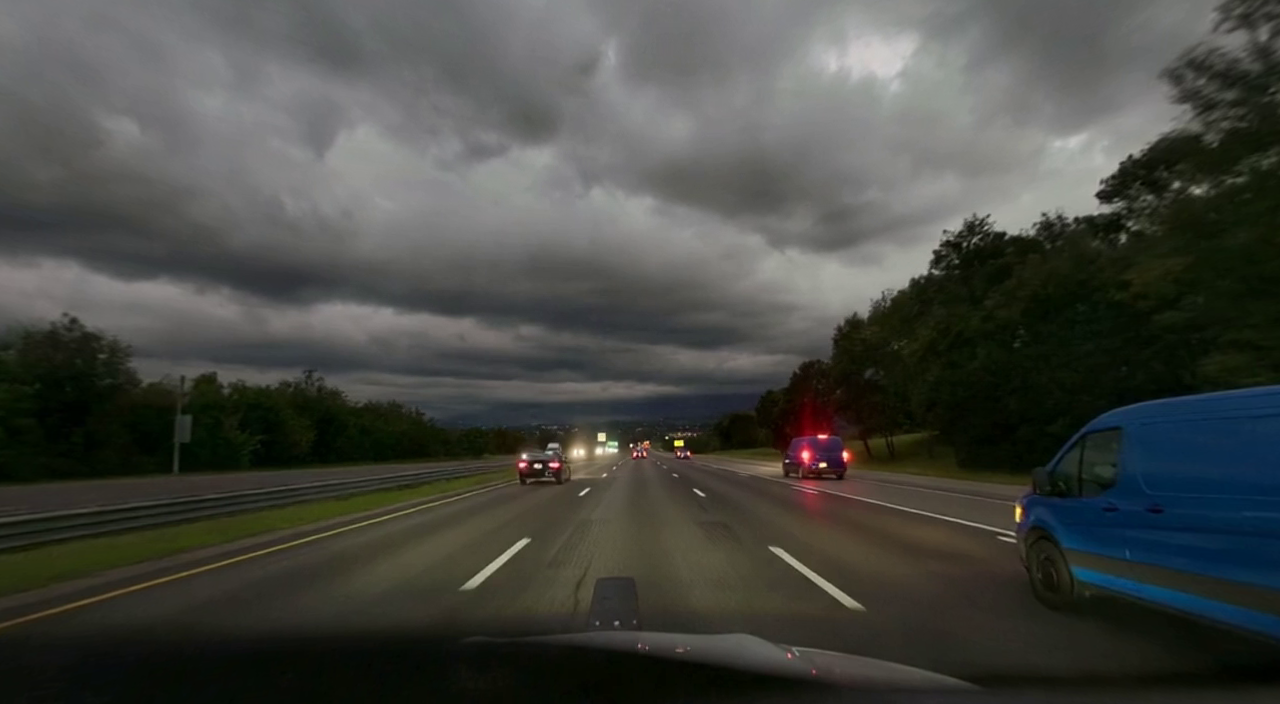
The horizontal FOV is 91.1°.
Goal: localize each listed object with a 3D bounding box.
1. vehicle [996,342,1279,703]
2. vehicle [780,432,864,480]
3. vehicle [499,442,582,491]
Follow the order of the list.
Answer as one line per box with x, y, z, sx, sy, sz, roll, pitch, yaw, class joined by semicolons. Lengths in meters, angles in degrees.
3.810;0.770;2.476;2.169;1.685;4.417;0;-9;0;vehicle
7.959;4.619;28.078;2.133;1.933;4.986;0;-9;-1;vehicle
-3.397;3.997;22.365;2.160;1.530;4.500;-1;-9;1;vehicle
